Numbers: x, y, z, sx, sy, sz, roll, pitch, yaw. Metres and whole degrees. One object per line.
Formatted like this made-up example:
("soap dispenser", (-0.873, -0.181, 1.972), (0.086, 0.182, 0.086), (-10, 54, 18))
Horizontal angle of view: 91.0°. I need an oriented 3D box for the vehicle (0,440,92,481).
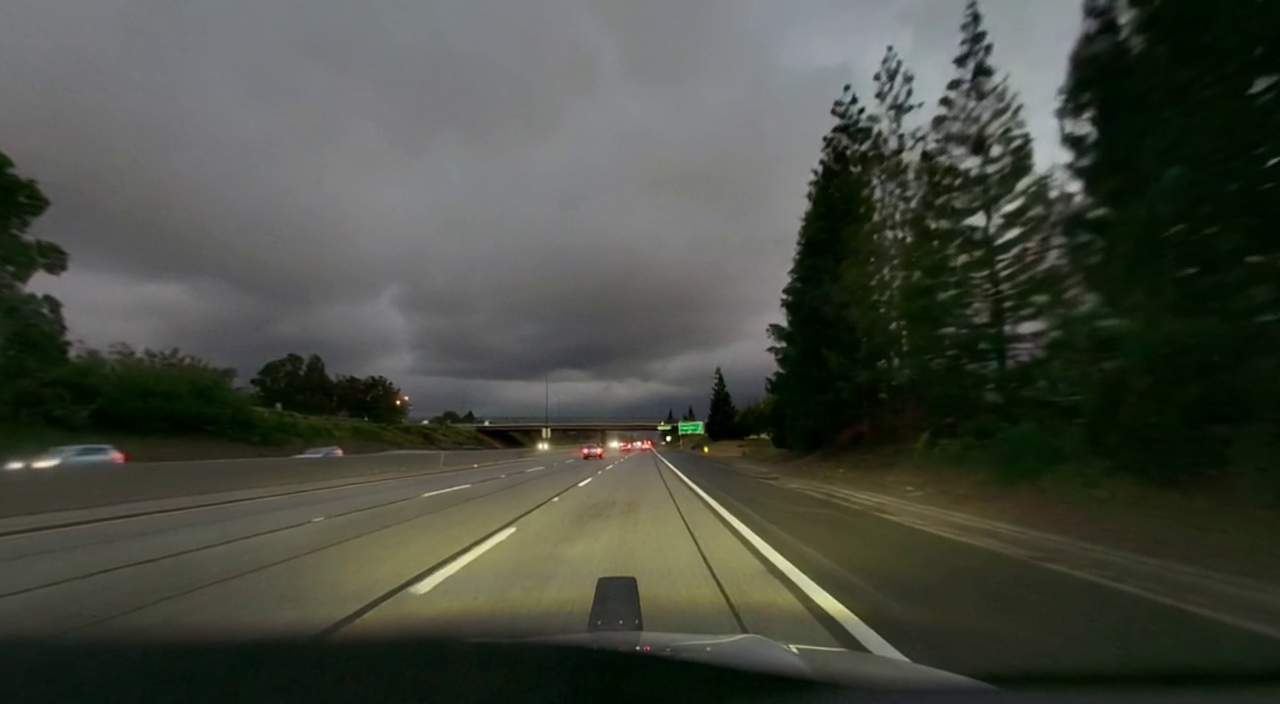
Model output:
("vehicle", (-32.080, 5.539, 32.471), (2.220, 1.982, 5.871), (0, -9, 1))
